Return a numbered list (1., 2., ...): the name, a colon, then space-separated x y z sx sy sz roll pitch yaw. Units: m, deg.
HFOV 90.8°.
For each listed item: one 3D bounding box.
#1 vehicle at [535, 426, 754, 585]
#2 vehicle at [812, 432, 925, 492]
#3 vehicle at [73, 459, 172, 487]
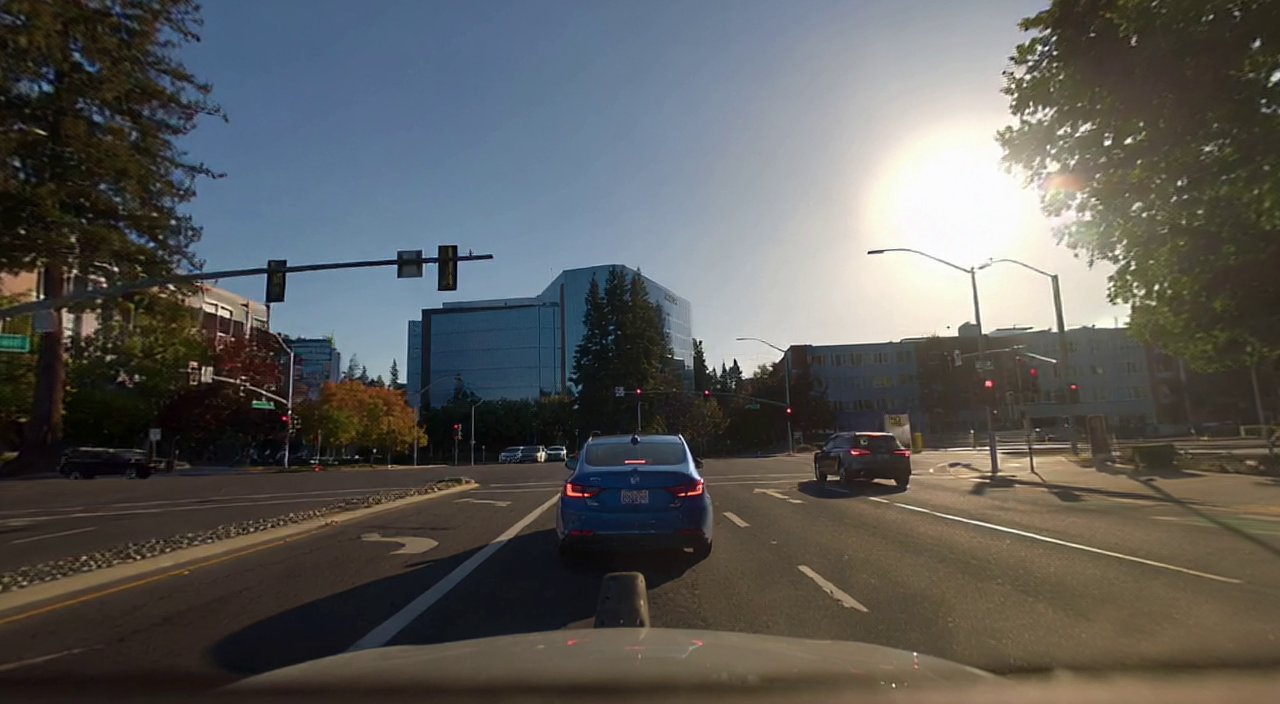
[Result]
1. vehicle: -0.015 1.767 8.157 2.070 1.488 4.206 0 -8 -2
2. vehicle: 7.053 3.439 20.068 2.039 1.692 4.319 0 -8 1
3. vehicle: -32.397 7.557 39.641 4.401 1.625 1.863 0 -8 -4
